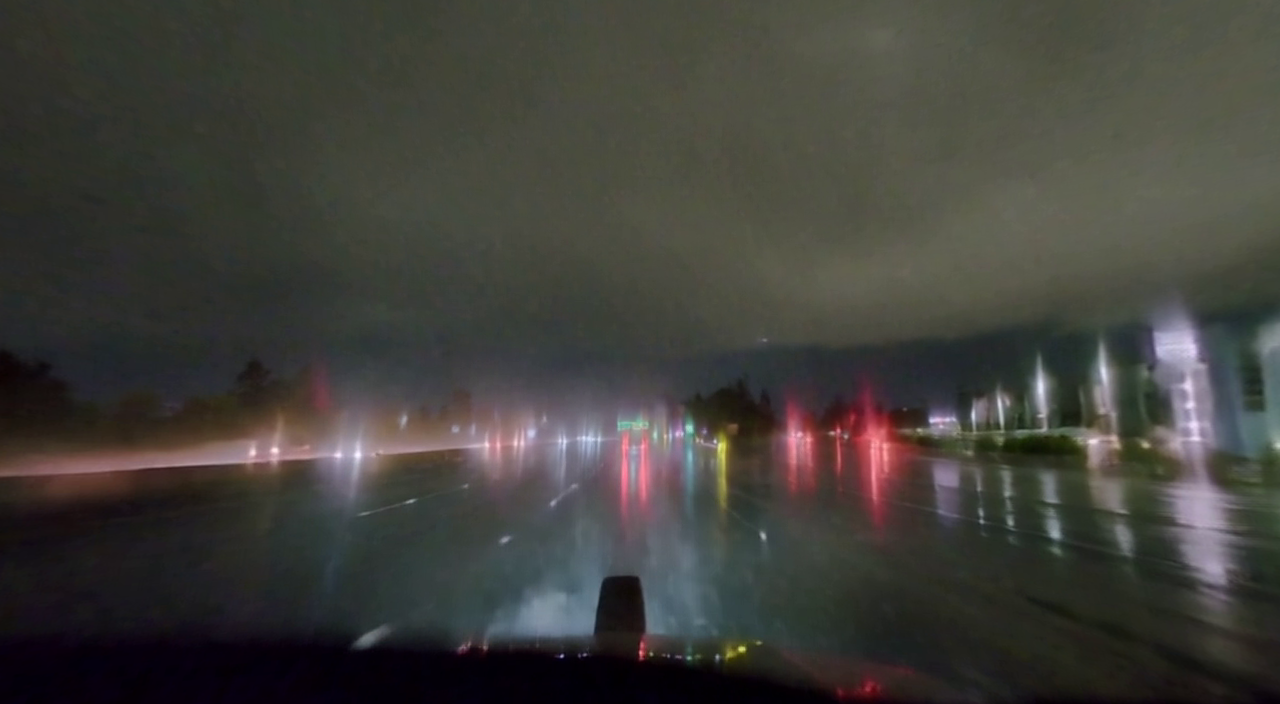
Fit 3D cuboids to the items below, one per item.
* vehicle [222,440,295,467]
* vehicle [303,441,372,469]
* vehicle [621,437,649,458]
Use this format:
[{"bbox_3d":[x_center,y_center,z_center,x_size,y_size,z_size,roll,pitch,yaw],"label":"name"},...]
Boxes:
[{"bbox_3d":[-29.031,7.697,48.278,2.216,1.905,5.411,0,-9,-1],"label":"vehicle"},{"bbox_3d":[-18.226,6.230,38.342,1.893,1.520,4.617,-1,-9,0],"label":"vehicle"},{"bbox_3d":[-0.359,7.177,47.314,2.025,1.460,4.189,0,-9,0],"label":"vehicle"}]
